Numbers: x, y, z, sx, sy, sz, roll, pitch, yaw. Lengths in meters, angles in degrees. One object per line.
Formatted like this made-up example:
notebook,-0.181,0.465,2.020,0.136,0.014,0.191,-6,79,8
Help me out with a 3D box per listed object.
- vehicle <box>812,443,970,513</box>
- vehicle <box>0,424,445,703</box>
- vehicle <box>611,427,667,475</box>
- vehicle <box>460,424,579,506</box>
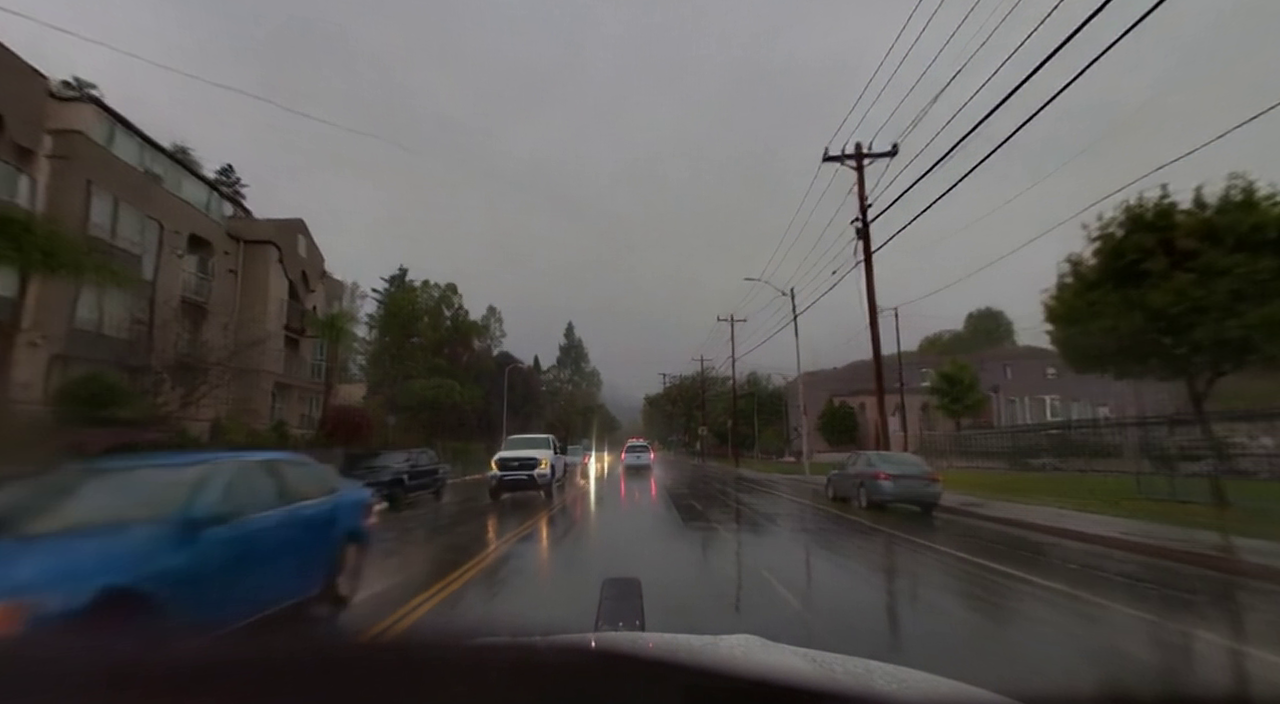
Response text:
vehicle,6.083,3.084,16.066,1.943,1.490,4.783,0,-8,-2
vehicle,-3.296,1.375,4.849,2.057,1.476,4.593,0,-8,1
vehicle,-0.009,4.494,28.489,2.308,1.940,4.125,-1,-10,1
vehicle,-2.996,2.959,16.964,2.178,1.861,4.920,0,-8,0
